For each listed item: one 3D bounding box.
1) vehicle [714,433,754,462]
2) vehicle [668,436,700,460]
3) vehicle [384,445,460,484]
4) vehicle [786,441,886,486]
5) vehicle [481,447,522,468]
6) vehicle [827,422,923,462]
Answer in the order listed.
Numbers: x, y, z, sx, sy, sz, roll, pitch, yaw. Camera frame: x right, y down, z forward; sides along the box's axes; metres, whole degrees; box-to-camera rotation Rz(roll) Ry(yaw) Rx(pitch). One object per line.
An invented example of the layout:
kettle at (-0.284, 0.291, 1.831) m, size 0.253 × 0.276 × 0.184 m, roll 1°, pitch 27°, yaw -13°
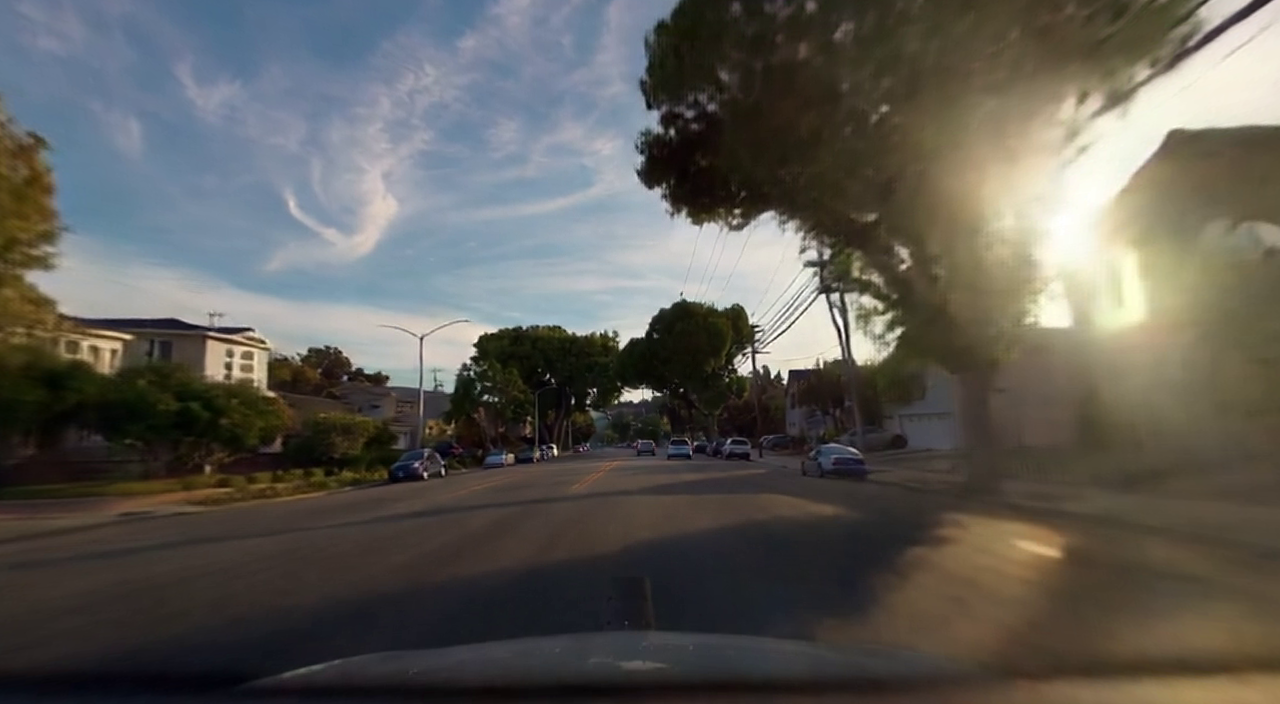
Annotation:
vehicle at (7.181, 7.351, 48.720) m, size 2.274 × 2.090 × 5.465 m, roll 0°, pitch -8°, yaw 0°
vehicle at (3.406, 7.555, 49.711) m, size 2.070 × 1.765 × 4.731 m, roll 0°, pitch -8°, yaw -1°
vehicle at (-10.221, 5.284, 29.950) m, size 1.965 × 1.675 × 4.577 m, roll 0°, pitch -8°, yaw 0°
vehicle at (6.896, 3.964, 22.780) m, size 2.070 × 1.428 × 4.636 m, roll 0°, pitch -8°, yaw -1°
vehicle at (-10.171, 7.783, 46.675) m, size 1.896 × 1.495 × 4.425 m, roll -1°, pitch -8°, yaw 2°
vehicle at (13.233, 5.102, 35.740) m, size 4.496 × 1.773 × 1.972 m, roll -5°, pitch -8°, yaw 0°
